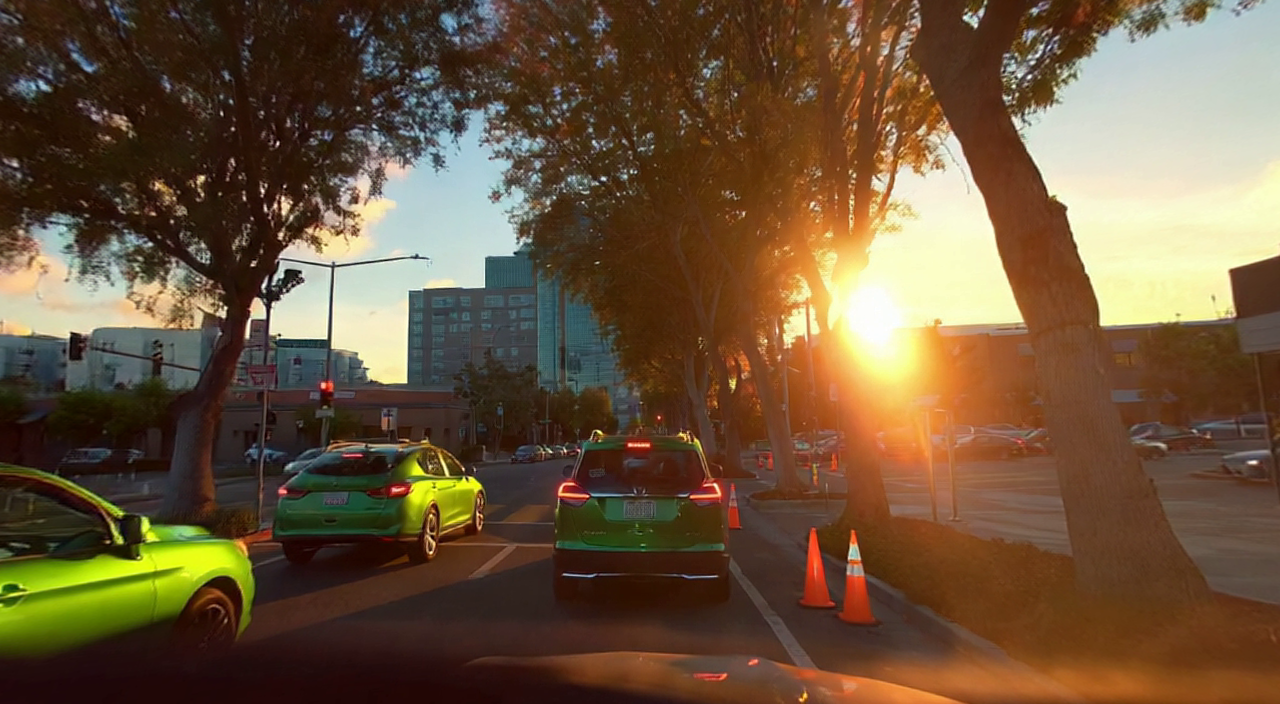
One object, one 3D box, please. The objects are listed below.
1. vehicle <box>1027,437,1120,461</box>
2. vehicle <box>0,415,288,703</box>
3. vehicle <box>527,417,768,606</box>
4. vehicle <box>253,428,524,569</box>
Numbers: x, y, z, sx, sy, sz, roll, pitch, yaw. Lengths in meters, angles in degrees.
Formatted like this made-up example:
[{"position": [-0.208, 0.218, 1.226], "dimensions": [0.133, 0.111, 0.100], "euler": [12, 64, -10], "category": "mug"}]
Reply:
[{"position": [28.014, 6.268, 40.791], "dimensions": [4.579, 1.480, 1.819], "euler": [0, -9, 2], "category": "vehicle"}, {"position": [-3.593, 0.942, 2.148], "dimensions": [1.964, 1.497, 4.722], "euler": [0, -9, 1], "category": "vehicle"}, {"position": [0.113, 1.623, 7.213], "dimensions": [2.021, 1.560, 3.676], "euler": [0, -9, 1], "category": "vehicle"}, {"position": [-3.271, 1.999, 9.449], "dimensions": [1.989, 1.541, 4.626], "euler": [0, -9, 2], "category": "vehicle"}]
